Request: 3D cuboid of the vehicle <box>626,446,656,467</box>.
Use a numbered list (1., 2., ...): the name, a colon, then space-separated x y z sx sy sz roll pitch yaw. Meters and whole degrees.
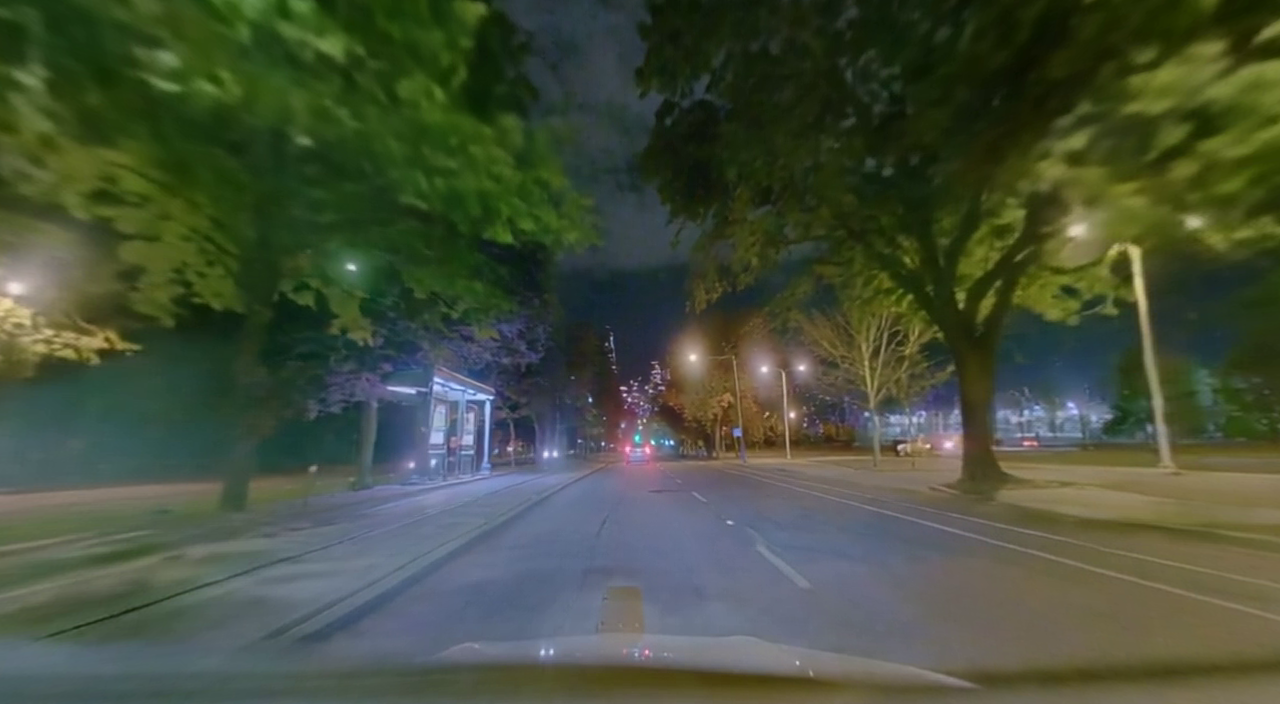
1. vehicle: 0.055 7.798 47.381 2.109 1.501 4.042 0 -8 -1
